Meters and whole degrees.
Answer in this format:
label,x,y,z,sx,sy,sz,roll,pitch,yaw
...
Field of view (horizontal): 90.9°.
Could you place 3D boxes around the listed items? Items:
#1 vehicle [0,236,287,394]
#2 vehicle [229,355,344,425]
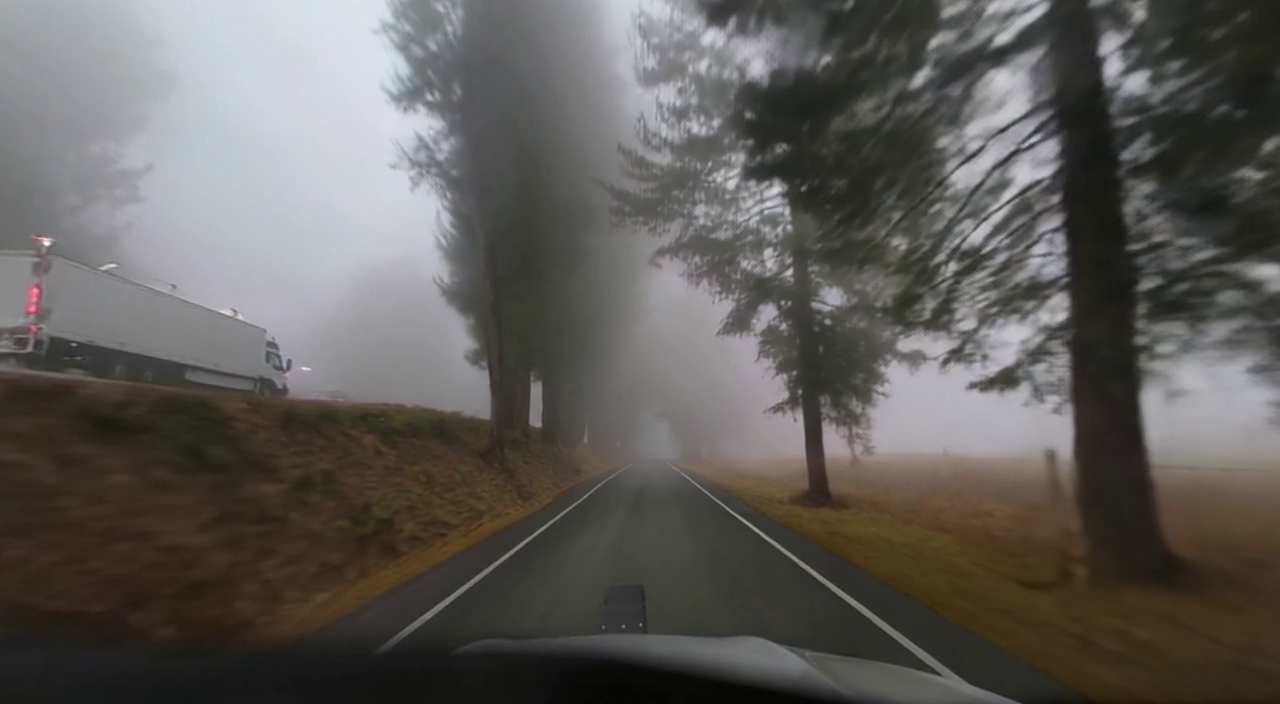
label,x,y,z,sx,sy,sz,roll,pitch,yaw
vehicle,-25.516,-0.992,33.466,3.314,4.163,16.558,-1,-12,3
vehicle,-24.262,2.678,44.032,3.022,4.324,8.607,-1,-4,1
